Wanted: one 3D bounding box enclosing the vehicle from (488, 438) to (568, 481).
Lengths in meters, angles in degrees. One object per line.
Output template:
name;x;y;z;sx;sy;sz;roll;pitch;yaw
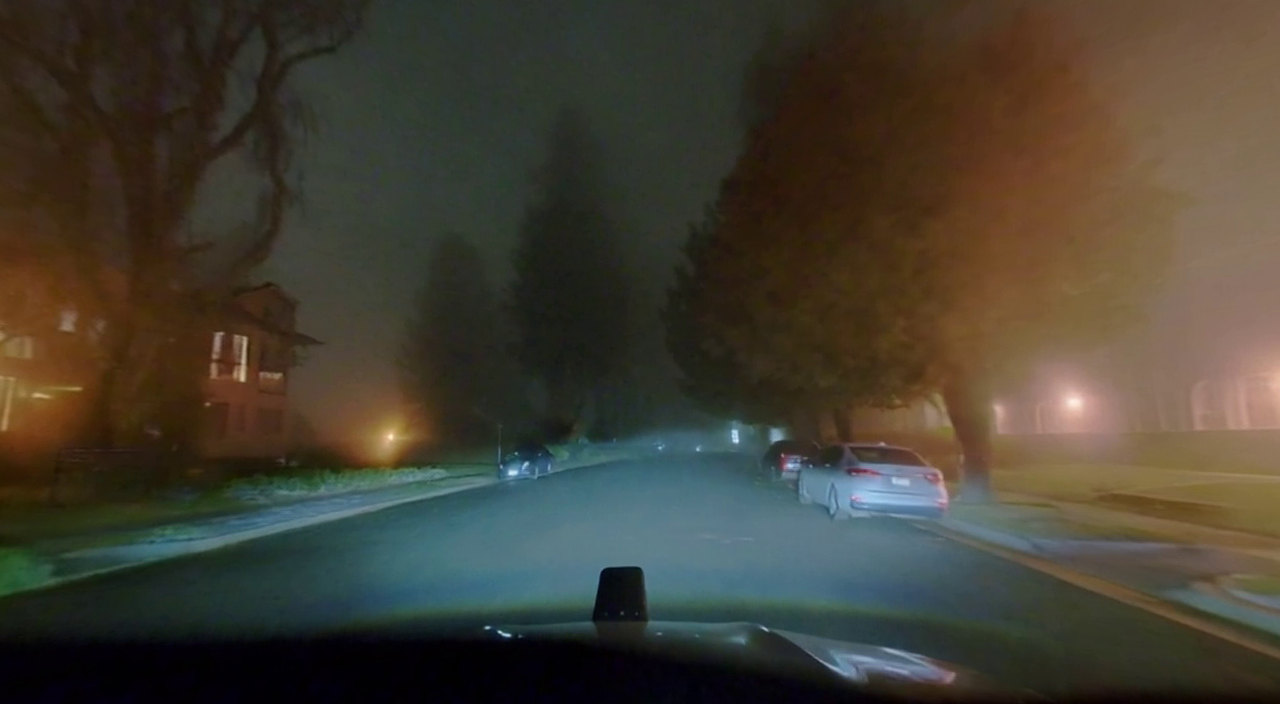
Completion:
vehicle;-4.561;4.529;26.286;1.943;1.433;4.717;-6;-11;6

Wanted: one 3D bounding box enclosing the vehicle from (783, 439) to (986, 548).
vehicle;3.829;2.234;10.895;2.088;1.429;4.796;-1;-8;7

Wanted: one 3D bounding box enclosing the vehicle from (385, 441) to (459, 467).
vehicle;-16.758;7.872;48.397;4.879;1.867;2.234;1;-8;-4
